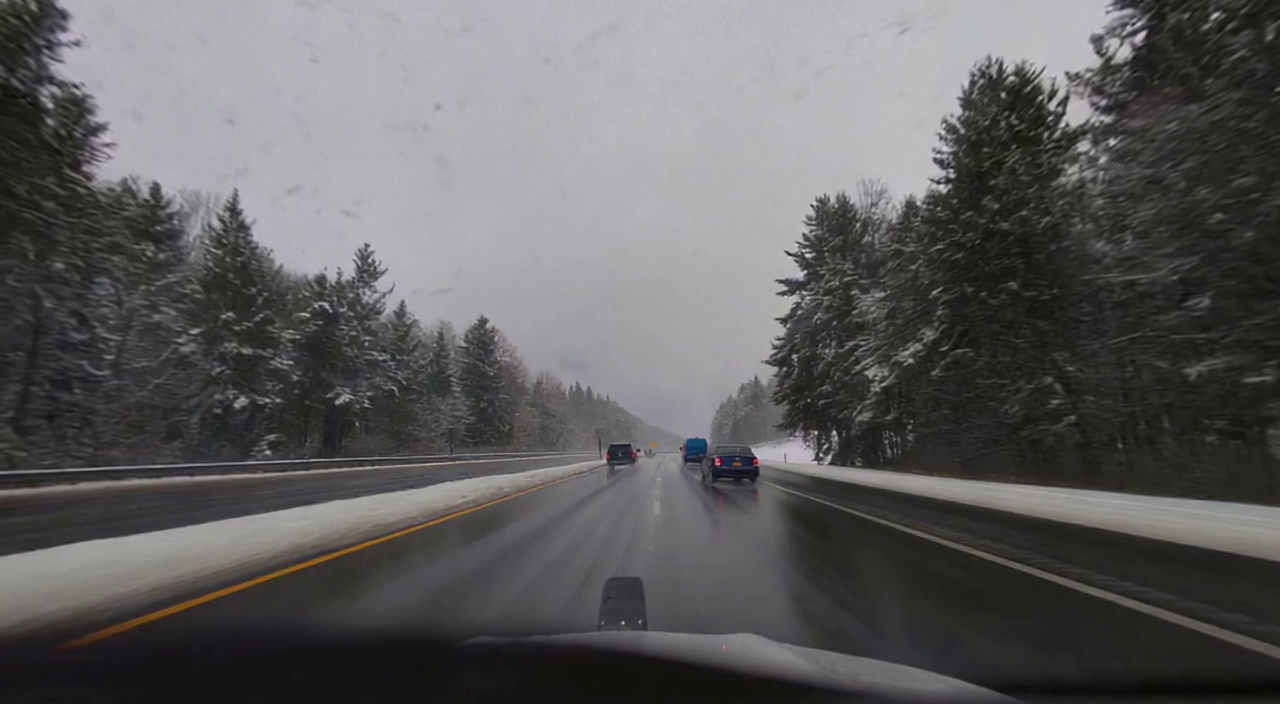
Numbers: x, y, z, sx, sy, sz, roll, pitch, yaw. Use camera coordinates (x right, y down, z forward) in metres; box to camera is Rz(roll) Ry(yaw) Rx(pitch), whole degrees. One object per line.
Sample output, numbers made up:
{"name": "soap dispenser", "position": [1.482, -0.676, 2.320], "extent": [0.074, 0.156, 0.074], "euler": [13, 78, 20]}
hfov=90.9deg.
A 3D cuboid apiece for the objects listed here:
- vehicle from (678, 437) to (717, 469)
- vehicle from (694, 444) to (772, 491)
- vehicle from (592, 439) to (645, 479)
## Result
{"name": "vehicle", "position": [3.884, 6.927, 43.158], "extent": [2.371, 2.045, 4.768], "euler": [-1, -9, 2]}
{"name": "vehicle", "position": [3.064, 3.920, 21.768], "extent": [2.043, 1.431, 4.922], "euler": [0, -9, 1]}
{"name": "vehicle", "position": [-0.907, 4.939, 29.287], "extent": [2.087, 1.707, 4.316], "euler": [-1, -9, 2]}
